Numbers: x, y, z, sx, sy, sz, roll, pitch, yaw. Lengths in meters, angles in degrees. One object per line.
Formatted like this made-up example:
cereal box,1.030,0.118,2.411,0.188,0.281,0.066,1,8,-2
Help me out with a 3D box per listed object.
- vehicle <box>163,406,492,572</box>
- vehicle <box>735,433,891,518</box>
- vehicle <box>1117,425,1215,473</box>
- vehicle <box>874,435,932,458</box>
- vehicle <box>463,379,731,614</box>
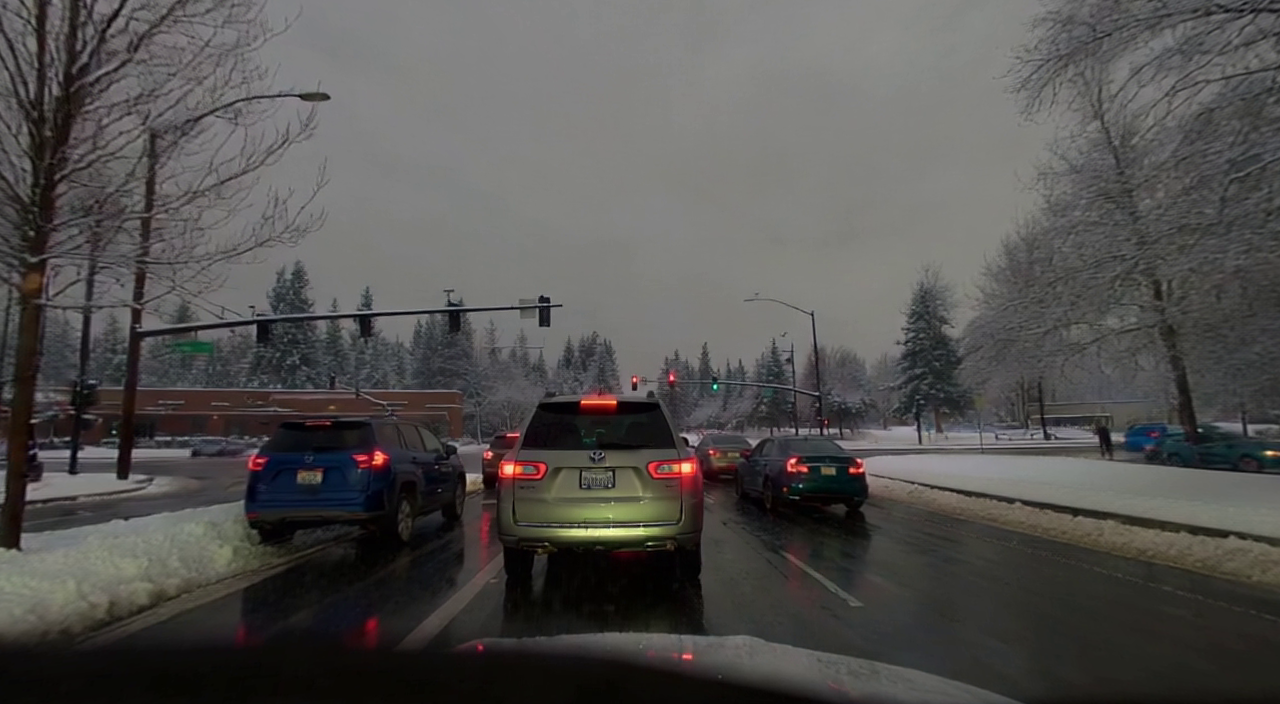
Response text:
vehicle,-3.712,1.723,8.734,2.160,1.666,4.583,0,-8,1
vehicle,3.412,2.520,13.421,2.121,1.494,4.208,0,-8,0
vehicle,19.248,3.524,22.998,4.215,1.578,1.892,7,-11,-40
vehicle,20.013,7.194,47.914,4.361,1.653,2.034,6,-10,-36
vehicle,-0.336,1.436,7.121,2.064,1.817,4.298,0,-8,0
